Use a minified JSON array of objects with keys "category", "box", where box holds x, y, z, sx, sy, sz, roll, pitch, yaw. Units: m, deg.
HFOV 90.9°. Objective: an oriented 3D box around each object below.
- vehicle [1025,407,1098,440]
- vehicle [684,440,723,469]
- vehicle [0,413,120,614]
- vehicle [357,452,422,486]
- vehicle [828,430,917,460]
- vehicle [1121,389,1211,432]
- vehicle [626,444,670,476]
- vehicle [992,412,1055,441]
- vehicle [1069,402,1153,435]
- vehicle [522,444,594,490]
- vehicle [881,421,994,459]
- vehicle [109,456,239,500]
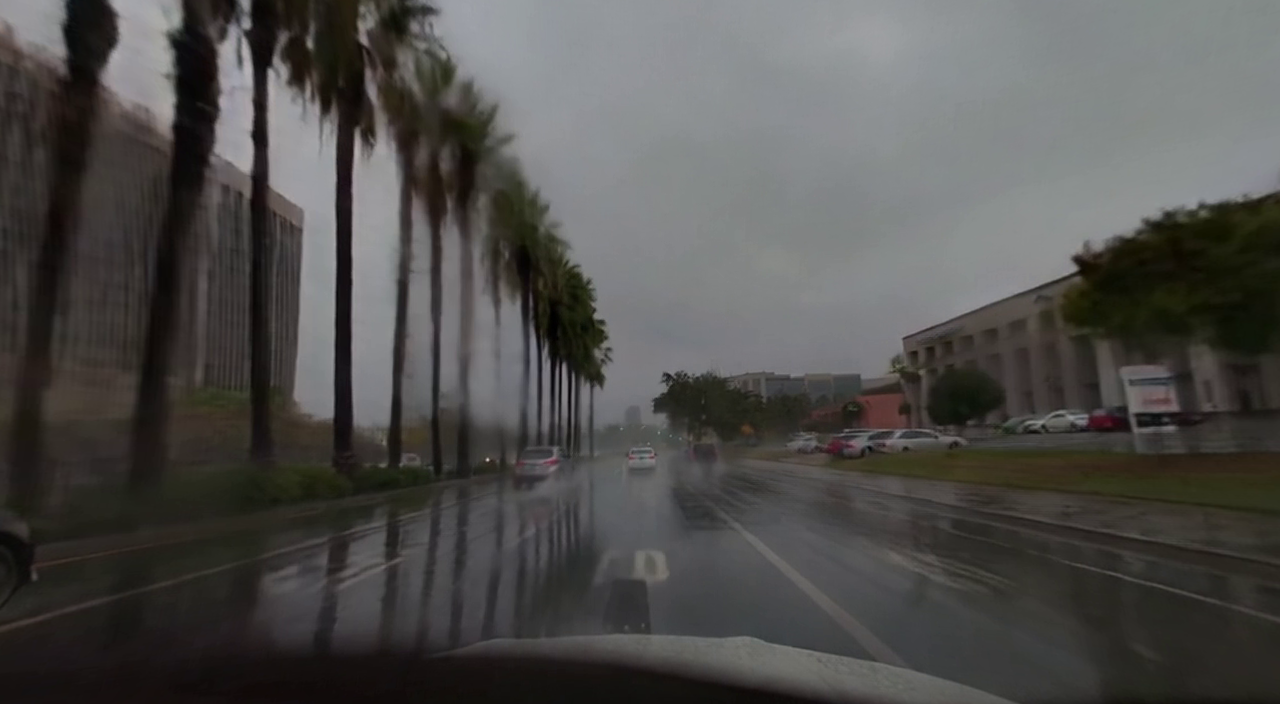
[{"category":"vehicle","box":[23.445,3.956,35.006,4.049,1.503,1.847,2,-12,-36]},{"category":"vehicle","box":[4.132,6.756,41.636,2.108,1.785,4.334,0,-8,0]},{"category":"vehicle","box":[-6.614,1.253,4.400,2.030,1.730,4.506,-1,-8,1]},{"category":"vehicle","box":[-14.059,6.552,35.612,1.841,1.697,4.289,-1,-8,1]},{"category":"vehicle","box":[12.292,4.910,33.291,4.284,1.450,1.927,4,-10,-27]},{"category":"vehicle","box":[23.595,2.672,28.233,4.448,1.701,1.954,6,-11,-36]},{"category":"vehicle","box":[0.398,5.621,33.082,2.147,1.507,3.953,0,-8,1]},{"category":"vehicle","box":[23.041,4.483,37.878,3.593,1.608,1.778,4,-9,-34]},{"category":"vehicle","box":[23.458,3.367,31.337,4.576,1.511,1.801,5,-10,-34]},{"category":"vehicle","box":[-2.876,4.130,23.083,1.908,1.505,4.369,-1,-8,2]},{"category":"vehicle","box":[12.848,3.787,27.185,4.749,1.457,1.806,3,-11,-28]},{"category":"vehicle","box":[-35.505,9.567,48.205,7.627,3.125,2.867,-1,-9,3]}]
